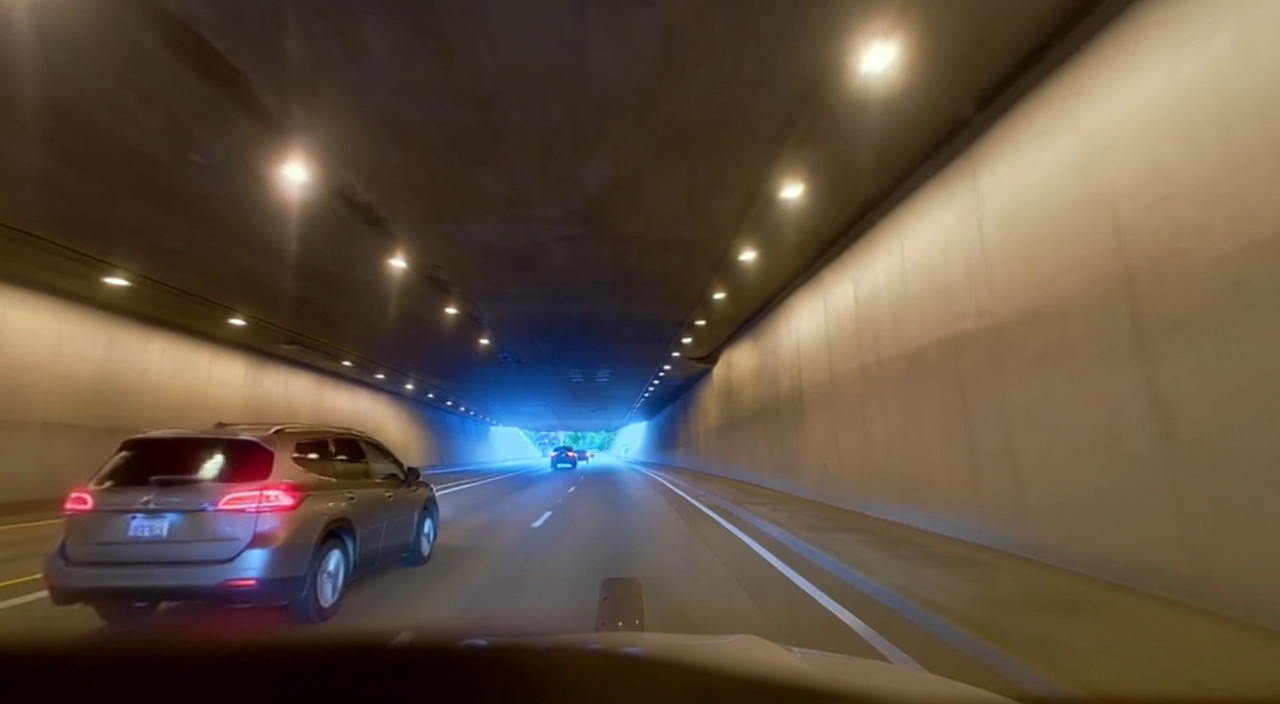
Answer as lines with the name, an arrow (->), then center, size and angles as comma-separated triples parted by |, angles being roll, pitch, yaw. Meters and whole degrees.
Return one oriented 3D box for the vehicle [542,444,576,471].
vehicle -> -5.479, 7.186, 43.255 | 1.961, 1.725, 4.315 | 0, -9, -3
